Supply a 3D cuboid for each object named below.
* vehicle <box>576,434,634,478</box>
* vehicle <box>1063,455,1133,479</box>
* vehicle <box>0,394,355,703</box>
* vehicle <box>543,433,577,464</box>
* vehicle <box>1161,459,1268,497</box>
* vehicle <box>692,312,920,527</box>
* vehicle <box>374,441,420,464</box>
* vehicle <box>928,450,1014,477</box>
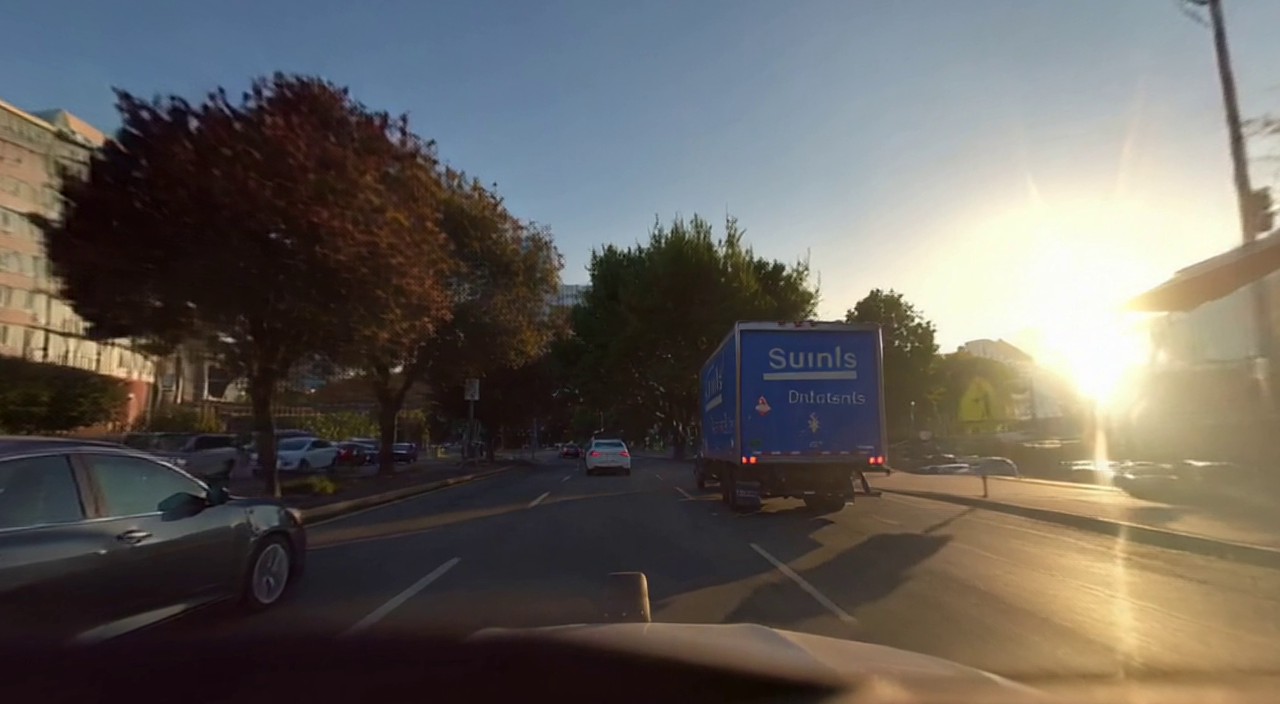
[{"bbox_3d":[-1.608,4.659,28.338,2.388,1.811,4.455,1,-9,-4],"label":"vehicle"},{"bbox_3d":[34.161,8.530,46.797,4.494,1.612,2.043,3,-9,-22],"label":"vehicle"},{"bbox_3d":[-3.577,1.081,3.535,1.828,1.515,4.422,0,-9,0],"label":"vehicle"},{"bbox_3d":[-5.939,7.268,47.389,2.269,2.181,5.787,1,-9,-5],"label":"vehicle"},{"bbox_3d":[25.633,5.559,27.977,4.391,1.492,1.972,4,-10,-27],"label":"vehicle"},{"bbox_3d":[3.141,1.735,14.892,2.905,3.644,8.441,0,-9,-1],"label":"vehicle"},{"bbox_3d":[-17.829,7.378,46.272,1.970,1.644,4.241,1,-9,-4],"label":"vehicle"},{"bbox_3d":[20.046,6.711,38.012,4.684,1.477,2.079,4,-9,-23],"label":"vehicle"}]
